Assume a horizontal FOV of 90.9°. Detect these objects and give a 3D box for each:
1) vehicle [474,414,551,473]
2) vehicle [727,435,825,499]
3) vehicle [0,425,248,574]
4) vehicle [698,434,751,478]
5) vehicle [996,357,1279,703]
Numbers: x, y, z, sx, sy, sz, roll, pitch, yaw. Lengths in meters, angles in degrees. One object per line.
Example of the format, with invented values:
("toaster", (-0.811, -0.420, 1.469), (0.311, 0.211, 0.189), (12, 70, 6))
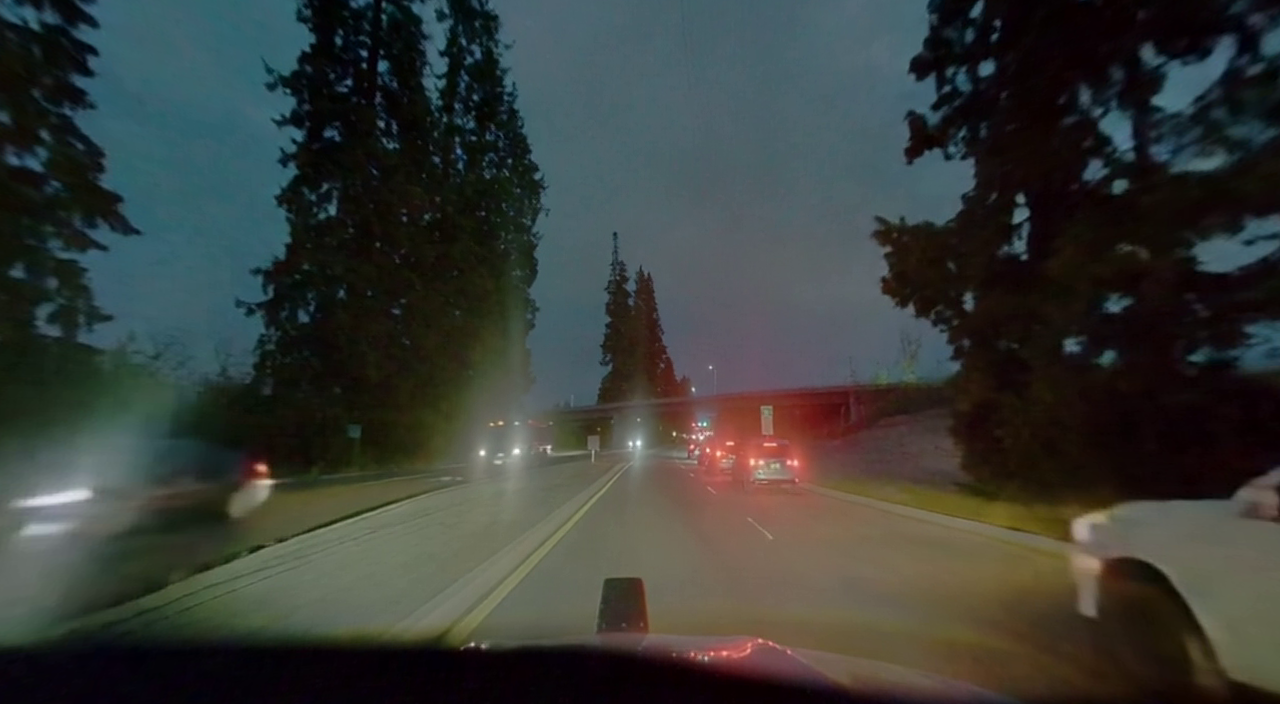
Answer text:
("vehicle", (-6.005, 4.437, 30.526), (2.273, 2.556, 5.337), (-1, -8, 4))
("vehicle", (3.950, 3.406, 19.073), (1.972, 1.682, 4.397), (0, -8, 0))
("vehicle", (-7.327, 1.758, 8.122), (1.846, 1.498, 3.886), (-1, -8, 4))
("vehicle", (3.943, 4.928, 30.144), (1.985, 1.895, 4.496), (0, -8, 1))
("vehicle", (3.395, 0.833, 2.172), (1.868, 1.694, 4.184), (0, -8, 0))
